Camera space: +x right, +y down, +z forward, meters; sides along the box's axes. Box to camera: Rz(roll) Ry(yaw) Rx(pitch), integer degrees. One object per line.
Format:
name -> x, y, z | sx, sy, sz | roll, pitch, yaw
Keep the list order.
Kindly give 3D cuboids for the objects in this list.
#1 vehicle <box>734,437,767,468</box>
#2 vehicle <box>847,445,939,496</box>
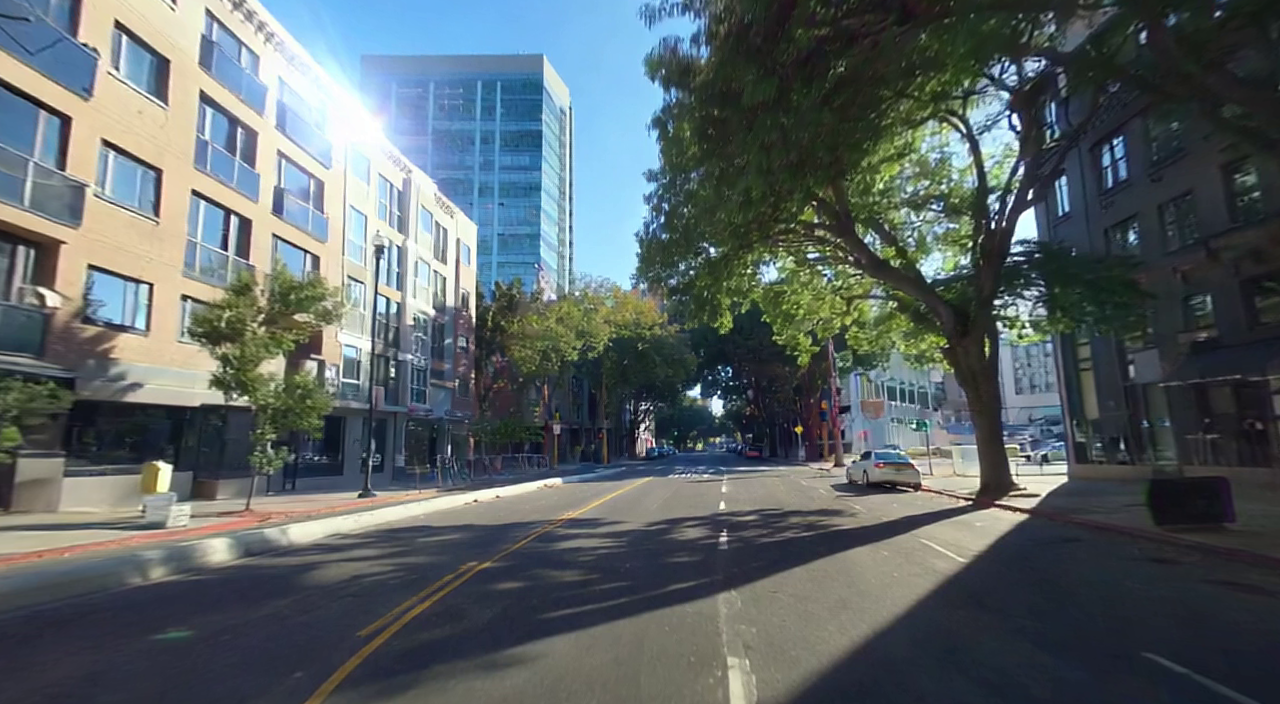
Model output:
vehicle -> 7.344, 6.671, 42.221 | 1.971, 1.919, 4.748 | -1, -8, 8
vehicle -> 8.248, 3.836, 20.942 | 1.759, 1.488, 4.124 | -1, -8, 6
